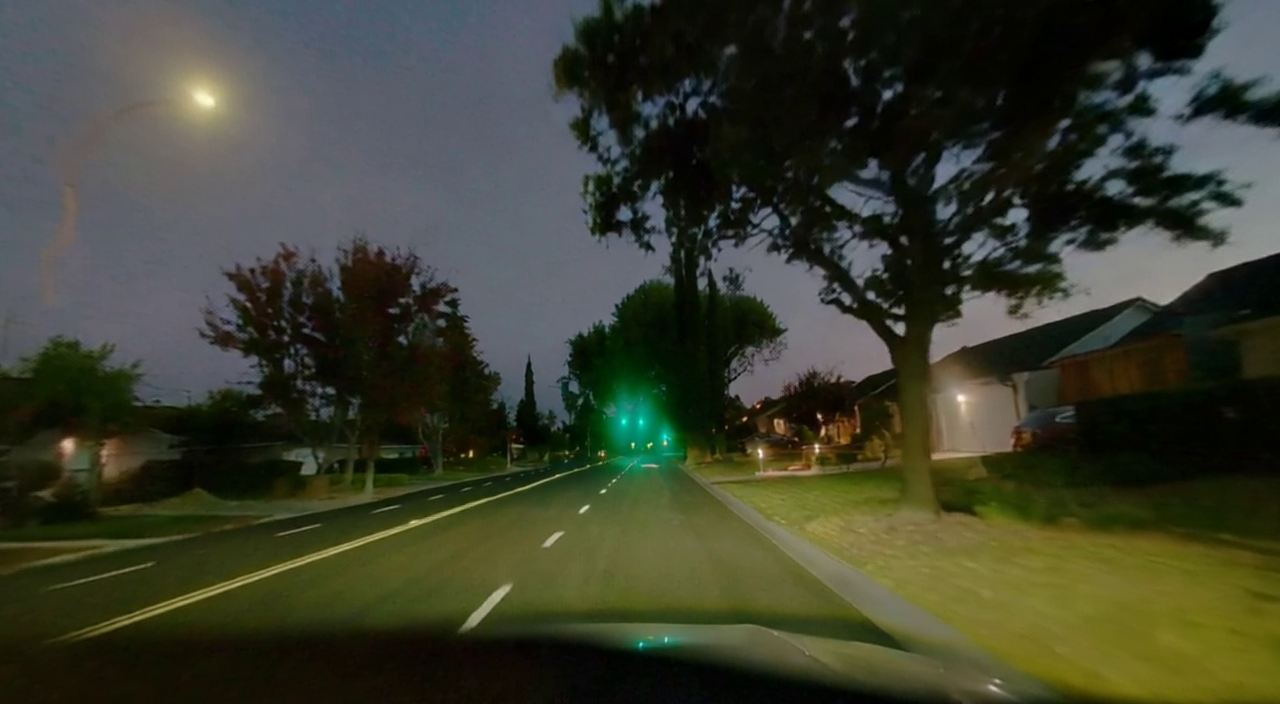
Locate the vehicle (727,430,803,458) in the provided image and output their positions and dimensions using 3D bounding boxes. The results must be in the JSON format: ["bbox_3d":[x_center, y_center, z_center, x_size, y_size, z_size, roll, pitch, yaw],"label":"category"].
[{"bbox_3d":[8.539,6.280,42.974,4.636,1.823,1.997,3,-9,-18],"label":"vehicle"}]
